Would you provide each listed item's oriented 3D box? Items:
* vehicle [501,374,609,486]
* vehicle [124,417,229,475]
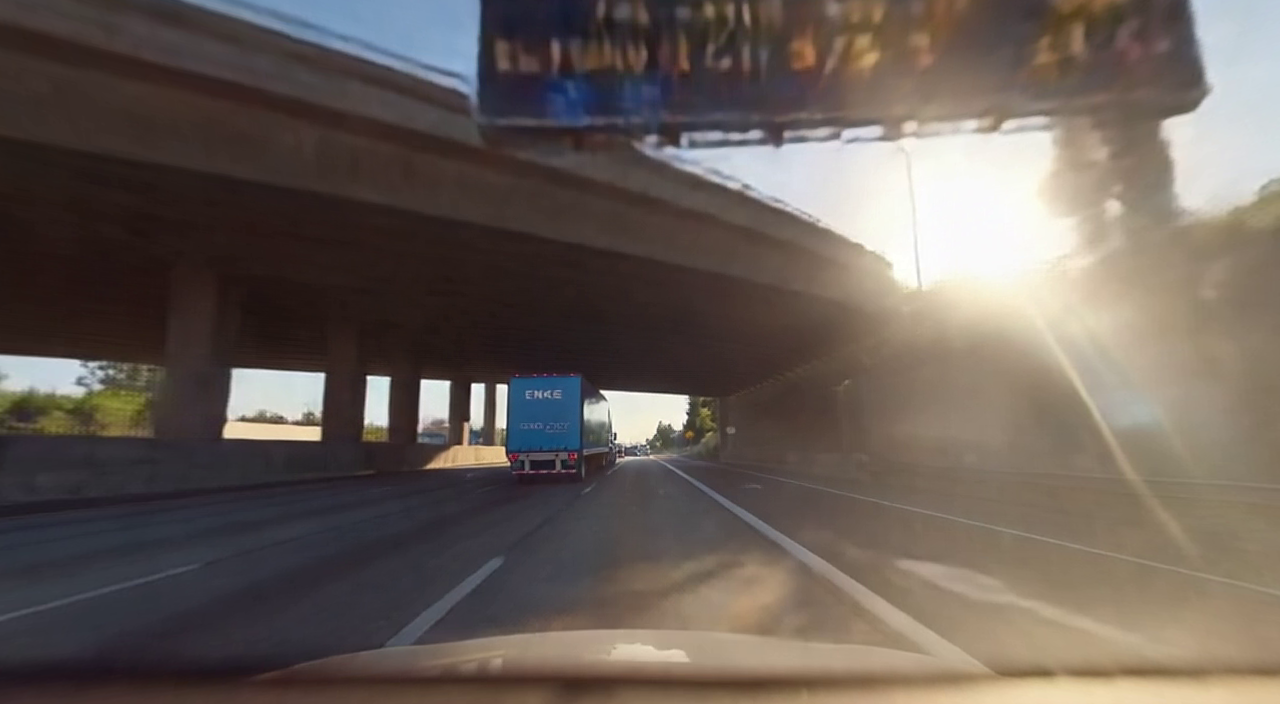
[{"bbox_3d":[-3.270,3.586,27.936,3.059,3.956,11.036,0,-9,1],"label":"vehicle"},{"bbox_3d":[-31.576,6.440,43.186,3.011,3.659,5.141,0,-9,2],"label":"vehicle"}]
